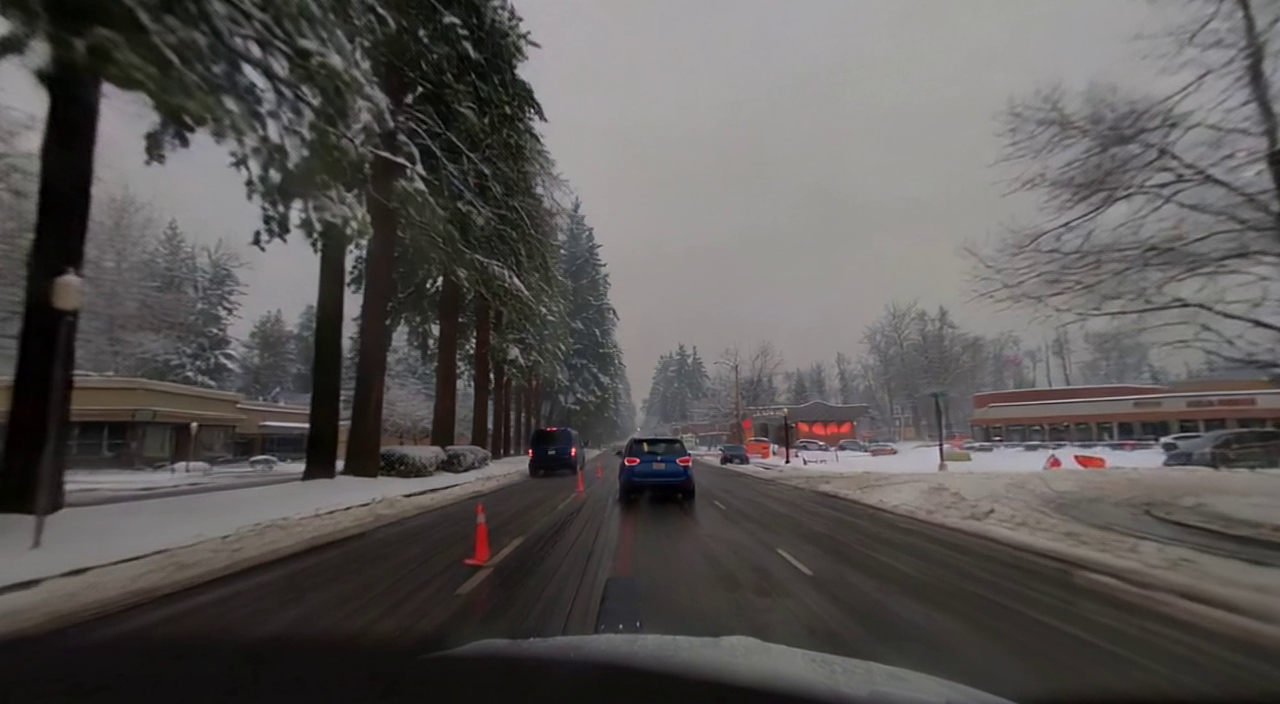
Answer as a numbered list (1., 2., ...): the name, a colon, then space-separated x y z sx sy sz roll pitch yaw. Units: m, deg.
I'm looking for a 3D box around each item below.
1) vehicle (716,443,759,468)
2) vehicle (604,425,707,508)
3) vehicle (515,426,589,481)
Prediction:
1. vehicle: 6.485 6.960 42.510 2.076 1.535 4.460 0 -9 -1
2. vehicle: 0.238 2.733 15.505 2.168 1.725 4.192 0 -9 -2
3. vehicle: -3.569 4.282 26.901 2.357 2.063 5.488 0 -9 0
